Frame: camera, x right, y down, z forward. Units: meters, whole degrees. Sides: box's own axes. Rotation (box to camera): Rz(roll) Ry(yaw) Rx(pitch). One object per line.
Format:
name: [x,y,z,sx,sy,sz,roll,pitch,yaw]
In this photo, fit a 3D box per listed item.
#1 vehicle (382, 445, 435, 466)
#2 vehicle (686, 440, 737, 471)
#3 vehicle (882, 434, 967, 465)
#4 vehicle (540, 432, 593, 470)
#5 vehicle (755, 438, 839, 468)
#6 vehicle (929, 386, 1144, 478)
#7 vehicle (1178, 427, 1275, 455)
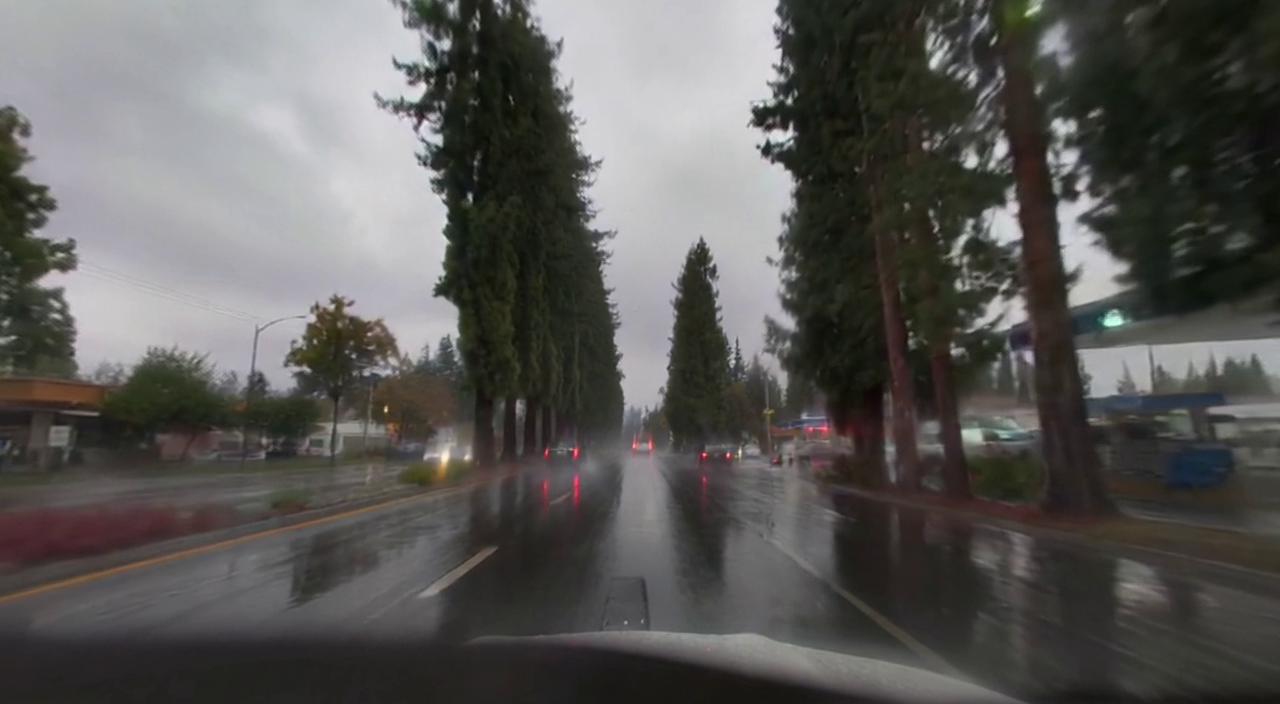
vehicle: [-18.033,8.011,48.945,4.437,1.478,1.839,-7,-11,40]
vehicle: [3.575,5.306,32.468,2.010,1.486,4.498,0,-8,-1]
vehicle: [17.038,5.862,37.883,4.107,1.487,1.937,-5,-7,2]
vehicle: [-3.571,4.936,31.472,2.051,1.747,4.370,0,-8,1]
vehicle: [9.618,6.190,38.890,4.526,1.768,2.056,1,-9,-9]
vehicle: [15.548,3.371,25.851,3.133,3.133,8.198,0,-9,-2]
vehicle: [42.712,6.572,46.061,1.863,1.744,4.904,-5,-9,-8]
